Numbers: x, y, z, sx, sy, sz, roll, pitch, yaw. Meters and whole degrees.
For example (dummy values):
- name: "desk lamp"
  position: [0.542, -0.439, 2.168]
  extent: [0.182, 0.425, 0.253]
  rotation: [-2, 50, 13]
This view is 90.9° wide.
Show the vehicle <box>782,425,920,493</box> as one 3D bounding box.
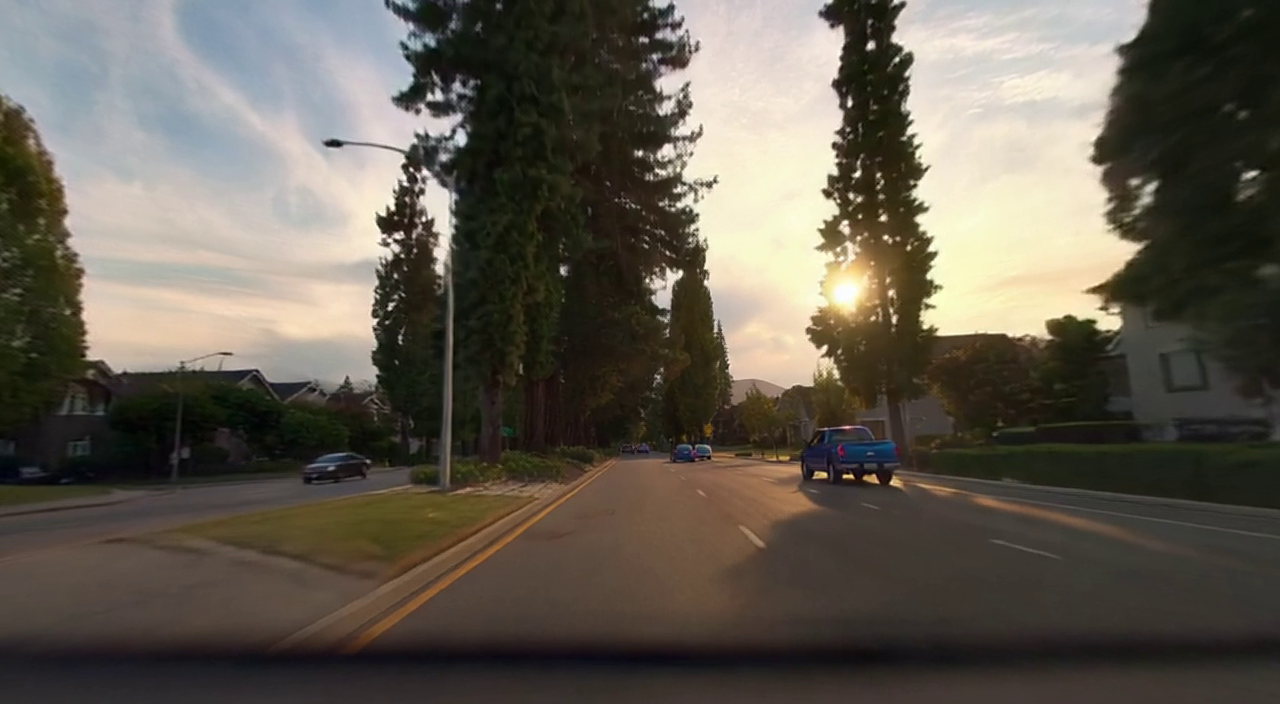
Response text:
- name: "vehicle"
  position: [6.210, 3.251, 19.504]
  extent: [2.262, 1.769, 5.666]
  rotation: [0, -8, -1]

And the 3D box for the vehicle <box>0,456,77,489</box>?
- name: "vehicle"
  position: [-38.040, 7.452, 39.117]
  extent: [4.138, 1.865, 1.998]
  rotation: [0, -8, -1]

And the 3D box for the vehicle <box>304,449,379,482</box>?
- name: "vehicle"
  position: [-14.213, 5.416, 30.306]
  extent: [1.803, 1.438, 4.538]
  rotation: [1, -9, -6]

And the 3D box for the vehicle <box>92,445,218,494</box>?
- name: "vehicle"
  position: [-23.134, 5.521, 30.068]
  extent: [5.541, 2.074, 2.416]
  rotation: [-4, -9, 26]
